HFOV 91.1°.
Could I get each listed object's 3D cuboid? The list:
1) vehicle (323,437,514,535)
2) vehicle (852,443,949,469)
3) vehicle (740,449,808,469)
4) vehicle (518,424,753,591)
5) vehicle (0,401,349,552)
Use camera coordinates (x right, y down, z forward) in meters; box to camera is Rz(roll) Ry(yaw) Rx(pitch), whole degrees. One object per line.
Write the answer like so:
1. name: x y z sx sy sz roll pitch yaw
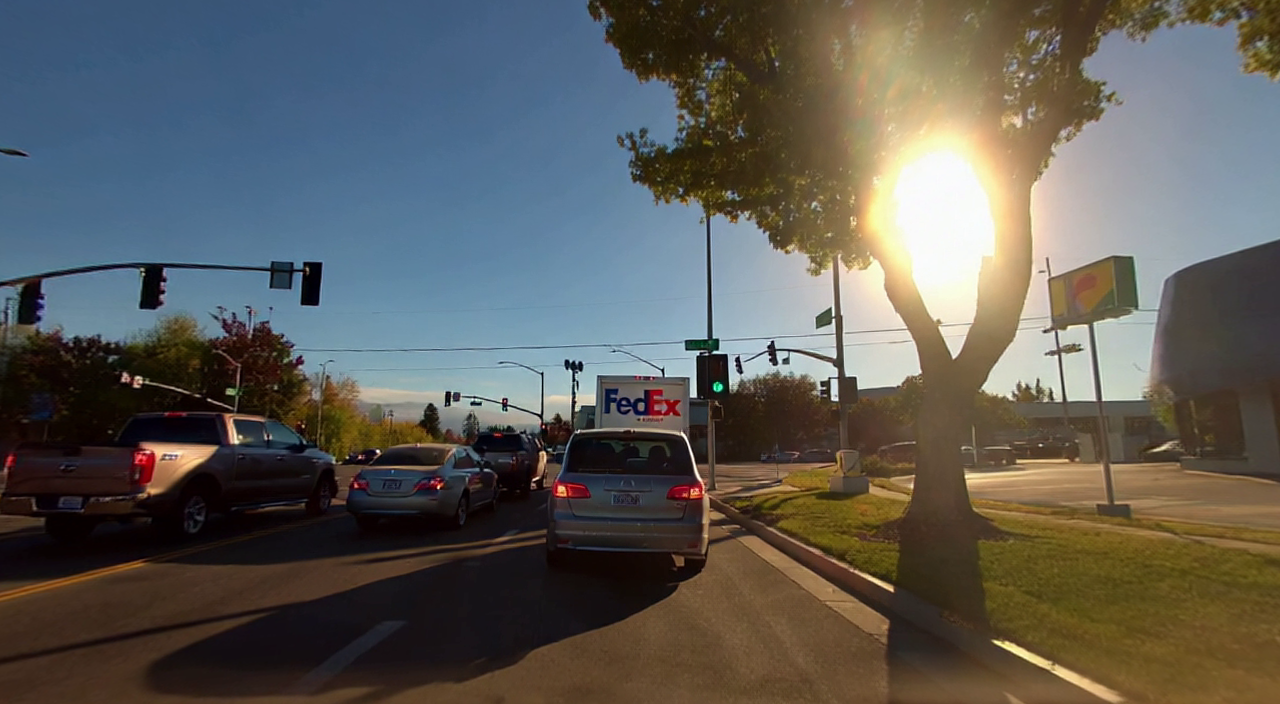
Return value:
1. vehicle: -3.871 2.398 11.932 1.949 1.487 4.390 0 -9 1
2. vehicle: 15.224 6.104 36.922 4.794 1.481 1.968 0 -8 2
3. vehicle: 10.367 8.288 48.678 4.841 1.494 1.829 1 -9 -5
4. vehicle: -0.050 1.748 7.943 2.145 1.513 4.269 0 -9 0
5. vehicle: -7.285 1.983 10.727 2.125 1.893 5.498 0 -9 -2
